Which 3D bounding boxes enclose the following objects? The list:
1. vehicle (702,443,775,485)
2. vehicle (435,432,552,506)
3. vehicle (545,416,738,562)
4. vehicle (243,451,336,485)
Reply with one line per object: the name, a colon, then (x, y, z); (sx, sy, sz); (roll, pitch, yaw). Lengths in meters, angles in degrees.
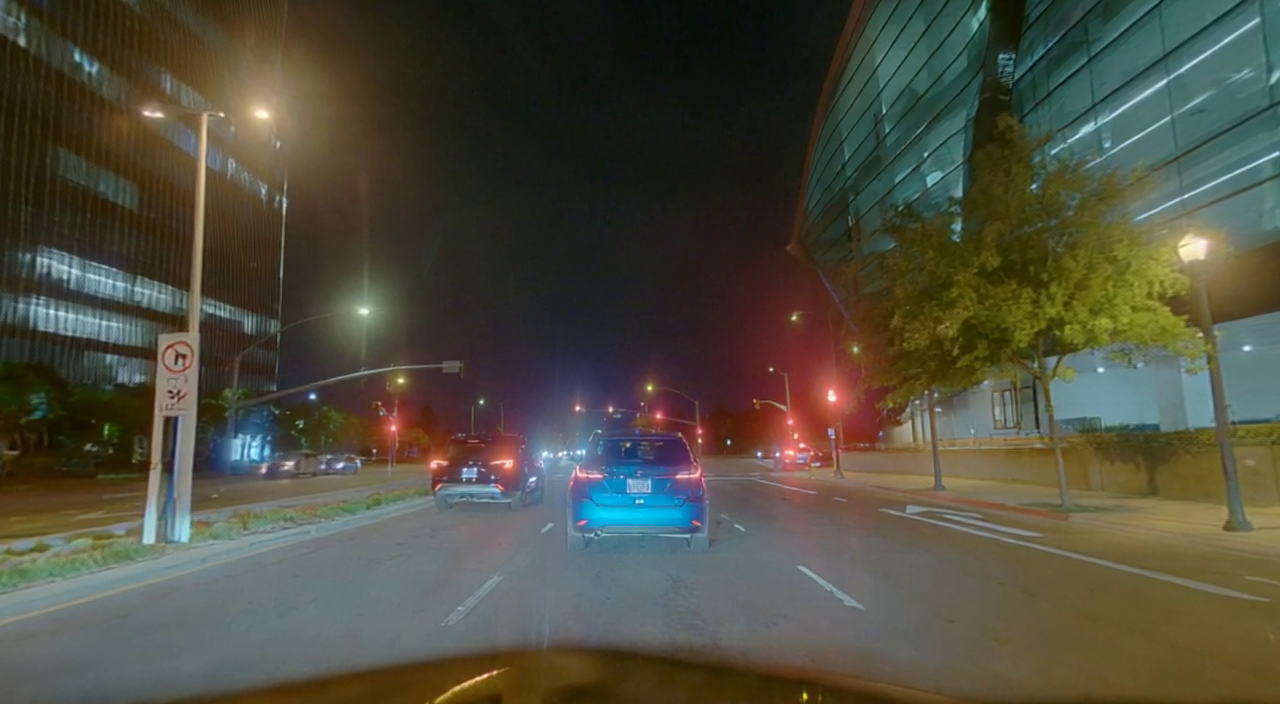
vehicle: (3.680, 4.255, 24.450); (2.082, 1.445, 4.426); (0, -8, 0)
vehicle: (-3.644, 2.981, 16.573); (2.068, 1.678, 4.199); (0, -8, 0)
vehicle: (-0.002, 1.880, 9.400); (2.207, 1.659, 4.155); (0, -8, 0)
vehicle: (-16.591, 5.478, 30.177); (1.826, 1.422, 4.490); (0, -8, 0)
